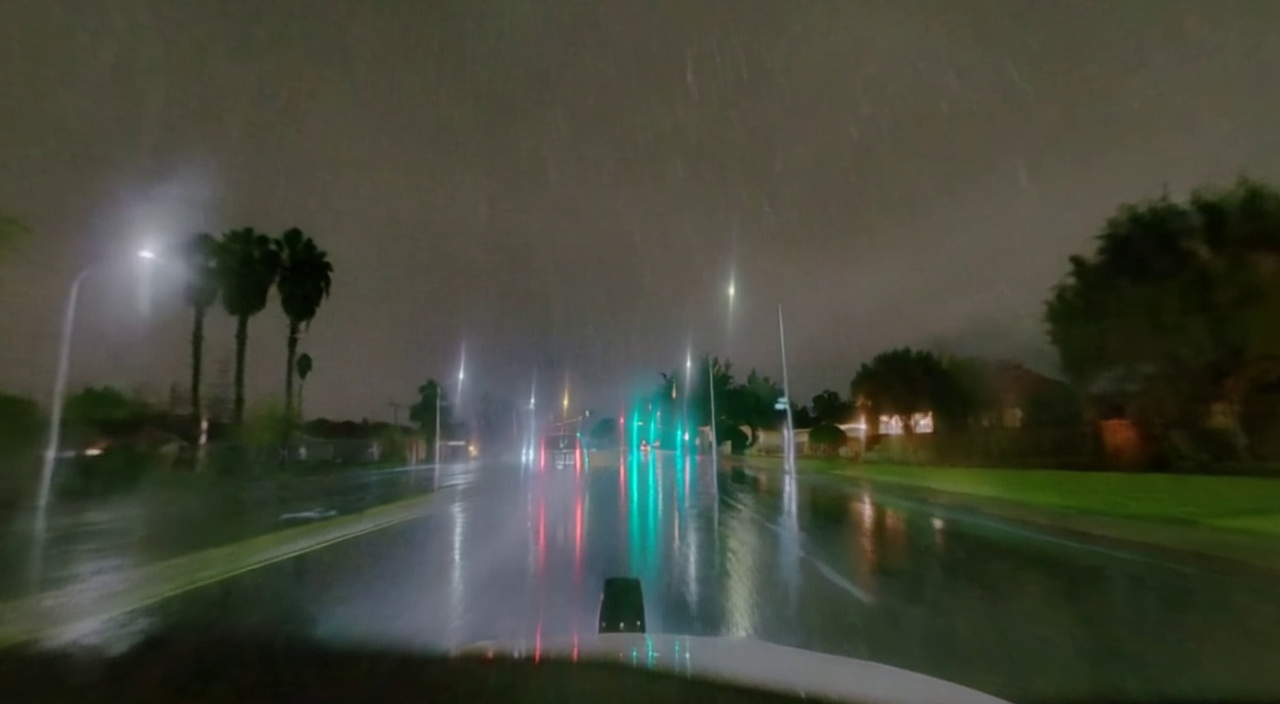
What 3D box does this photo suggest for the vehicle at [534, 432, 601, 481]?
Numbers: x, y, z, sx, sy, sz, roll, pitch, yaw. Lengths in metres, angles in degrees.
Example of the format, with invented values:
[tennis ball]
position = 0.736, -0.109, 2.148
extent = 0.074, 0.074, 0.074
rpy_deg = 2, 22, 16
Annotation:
[vehicle]
position = -3.158, 4.768, 28.908
extent = 2.370, 1.968, 5.698
rpy_deg = 0, -9, 0
